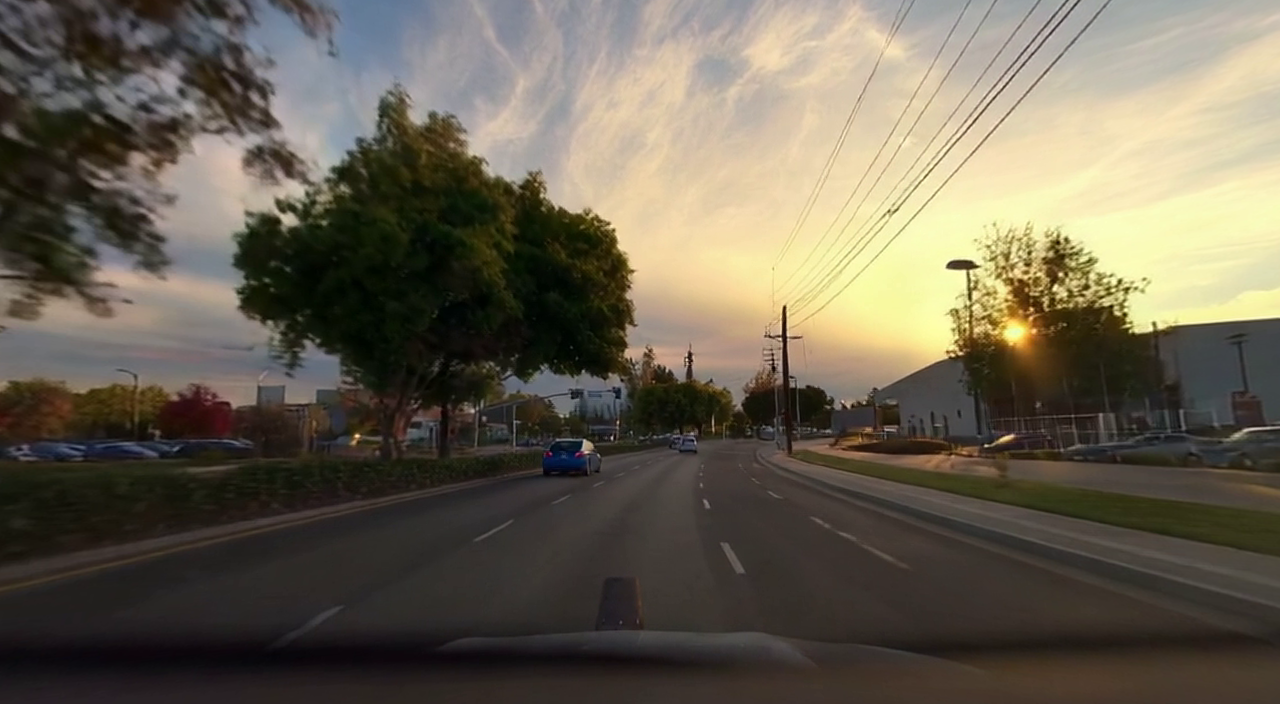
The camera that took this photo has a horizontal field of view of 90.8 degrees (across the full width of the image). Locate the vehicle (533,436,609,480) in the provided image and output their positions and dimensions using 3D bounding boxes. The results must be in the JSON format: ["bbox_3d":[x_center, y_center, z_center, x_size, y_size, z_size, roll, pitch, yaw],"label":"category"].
[{"bbox_3d":[-2.490,3.985,24.009,1.928,1.488,4.635,-1,-8,6],"label":"vehicle"}]
